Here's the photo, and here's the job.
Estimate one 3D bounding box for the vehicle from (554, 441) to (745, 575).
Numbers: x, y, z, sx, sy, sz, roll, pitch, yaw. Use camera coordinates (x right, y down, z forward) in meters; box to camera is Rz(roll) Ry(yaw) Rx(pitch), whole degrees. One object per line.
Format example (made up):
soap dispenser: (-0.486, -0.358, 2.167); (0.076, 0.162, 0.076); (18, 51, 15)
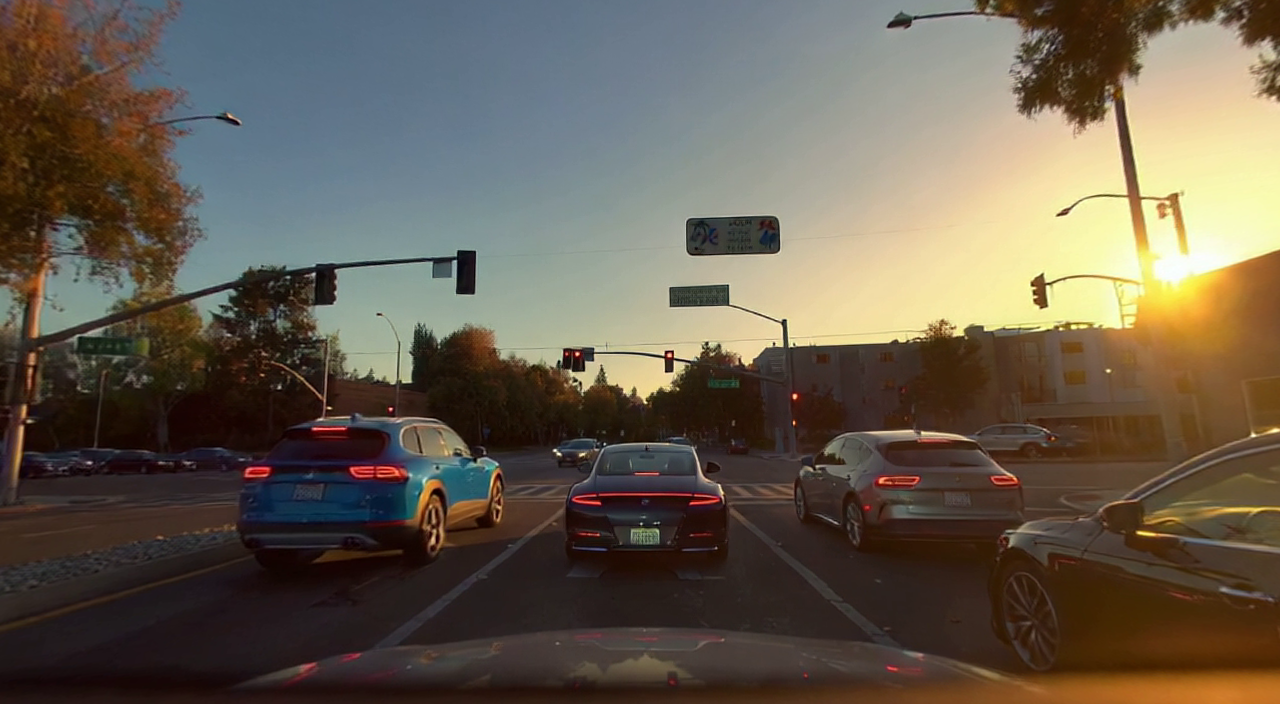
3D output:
vehicle: (0.112, 1.873, 8.388); (1.945, 1.343, 3.827); (0, -8, 0)

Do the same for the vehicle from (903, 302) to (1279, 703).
vehicle: (3.103, 0.806, 2.530); (2.143, 1.759, 4.531); (0, -8, 0)

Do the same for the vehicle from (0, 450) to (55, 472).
vehicle: (-46.176, 7.961, 46.159); (4.545, 1.558, 1.833); (0, -8, -4)

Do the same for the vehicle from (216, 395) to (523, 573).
vehicle: (-3.189, 1.694, 8.843); (2.061, 1.781, 4.842); (0, -8, 1)

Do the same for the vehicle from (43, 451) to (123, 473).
vehicle: (-41.299, 8.157, 46.789); (4.195, 1.533, 1.752); (0, -8, -3)
